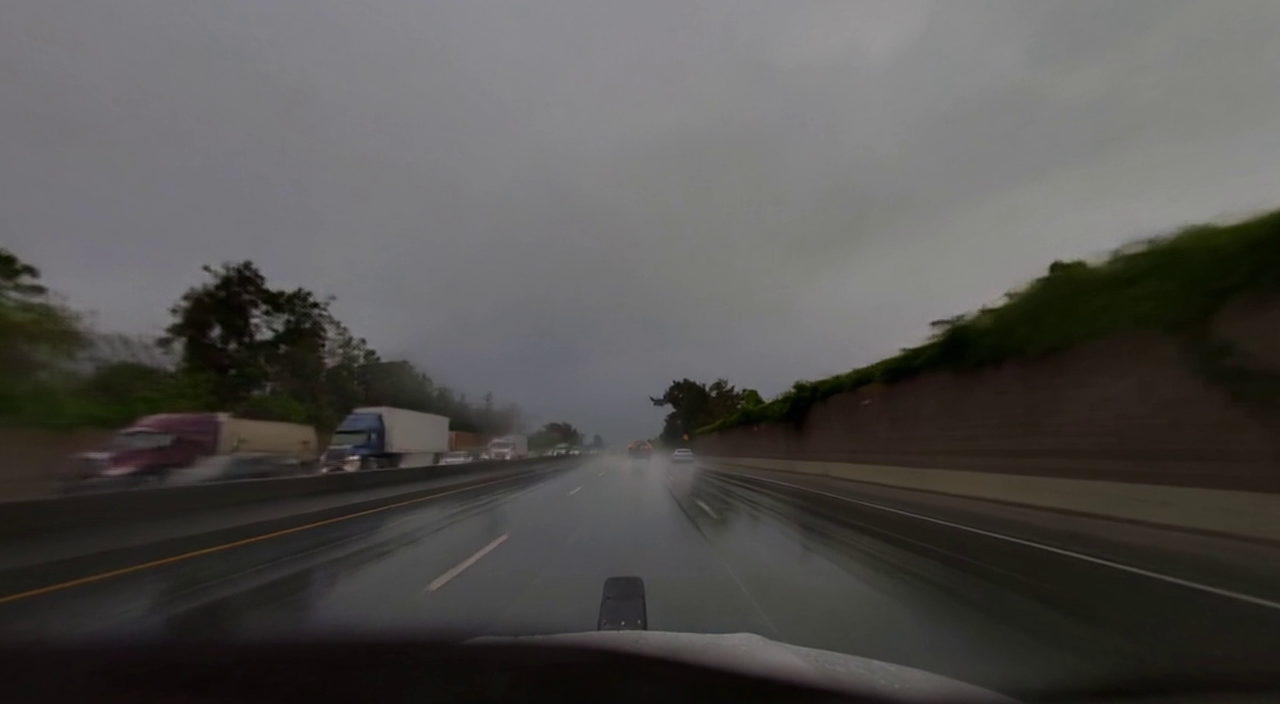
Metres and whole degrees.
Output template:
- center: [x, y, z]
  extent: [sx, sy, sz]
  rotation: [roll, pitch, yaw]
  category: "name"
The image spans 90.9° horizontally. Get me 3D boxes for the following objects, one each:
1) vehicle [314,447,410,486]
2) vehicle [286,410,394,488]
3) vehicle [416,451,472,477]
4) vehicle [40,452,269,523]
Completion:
- center: [-11.932, 4.922, 27.410]
  extent: [2.113, 1.531, 4.402]
  rotation: [0, -9, 0]
  category: "vehicle"
- center: [-16.315, 5.343, 34.831]
  extent: [2.963, 3.892, 5.814]
  rotation: [0, -9, 0]
  category: "vehicle"
- center: [-11.773, 6.742, 38.125]
  extent: [1.955, 1.460, 4.296]
  rotation: [0, -9, 0]
  category: "vehicle"
- center: [-11.687, 3.251, 15.716]
  extent: [2.050, 1.464, 4.553]
  rotation: [0, -9, 1]
  category: "vehicle"
